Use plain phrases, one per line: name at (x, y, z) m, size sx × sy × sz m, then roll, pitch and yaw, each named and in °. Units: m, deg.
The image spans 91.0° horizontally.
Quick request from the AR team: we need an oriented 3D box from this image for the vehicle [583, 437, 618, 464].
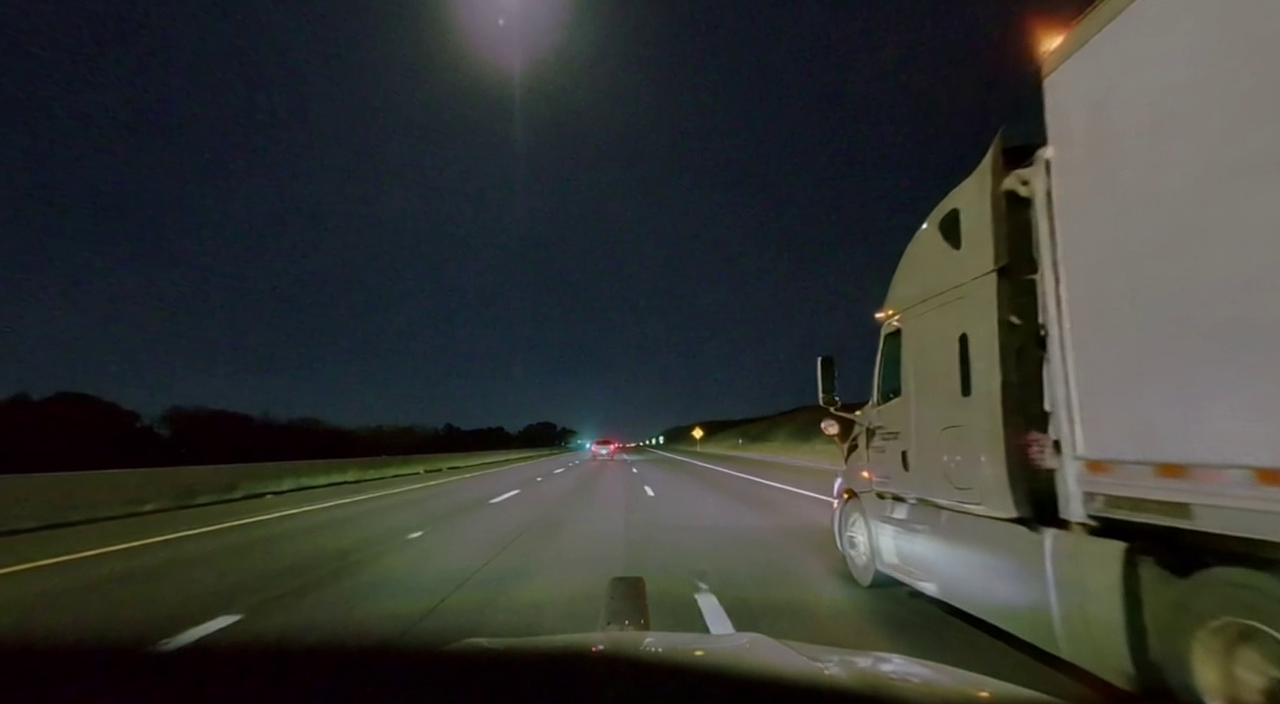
vehicle at (-2.443, 6.230, 39.904) m, size 2.111 × 1.635 × 4.177 m, roll 0°, pitch -8°, yaw -2°
